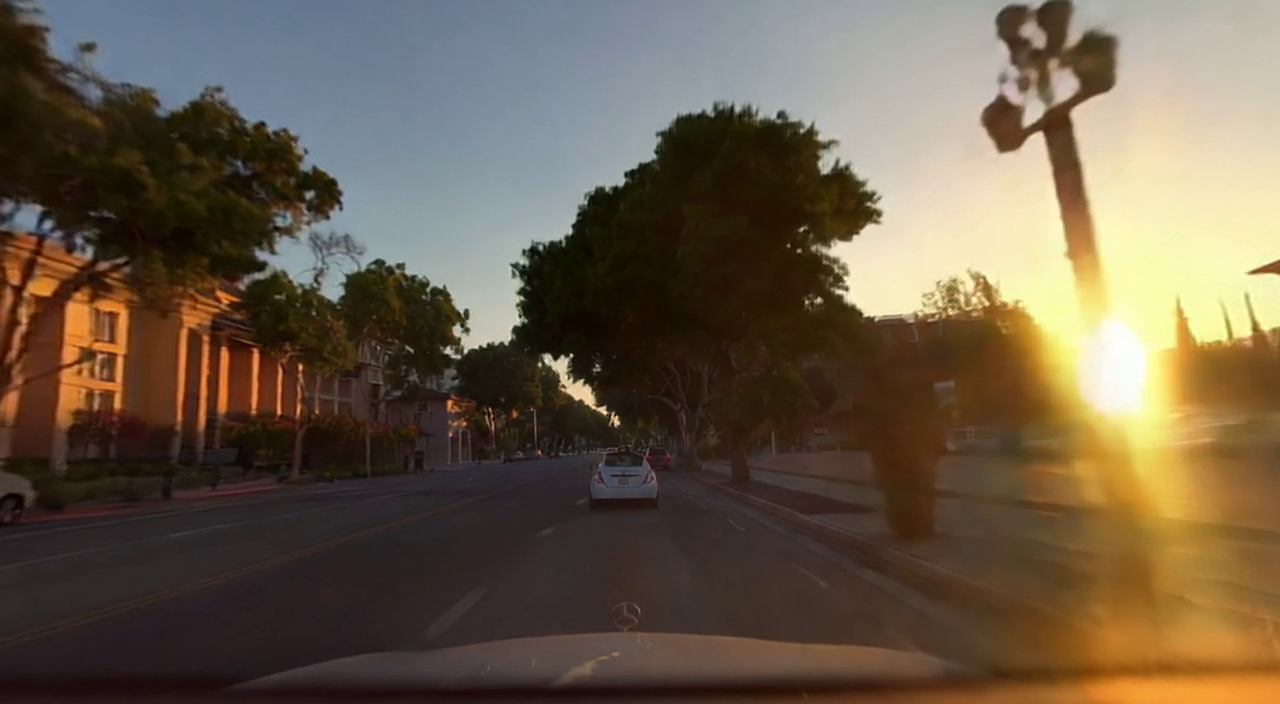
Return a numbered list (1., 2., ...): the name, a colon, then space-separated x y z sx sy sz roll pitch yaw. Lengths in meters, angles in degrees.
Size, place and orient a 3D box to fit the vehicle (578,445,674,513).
1. vehicle: -0.350 3.153 16.205 2.116 1.479 4.358 0 -9 -1
